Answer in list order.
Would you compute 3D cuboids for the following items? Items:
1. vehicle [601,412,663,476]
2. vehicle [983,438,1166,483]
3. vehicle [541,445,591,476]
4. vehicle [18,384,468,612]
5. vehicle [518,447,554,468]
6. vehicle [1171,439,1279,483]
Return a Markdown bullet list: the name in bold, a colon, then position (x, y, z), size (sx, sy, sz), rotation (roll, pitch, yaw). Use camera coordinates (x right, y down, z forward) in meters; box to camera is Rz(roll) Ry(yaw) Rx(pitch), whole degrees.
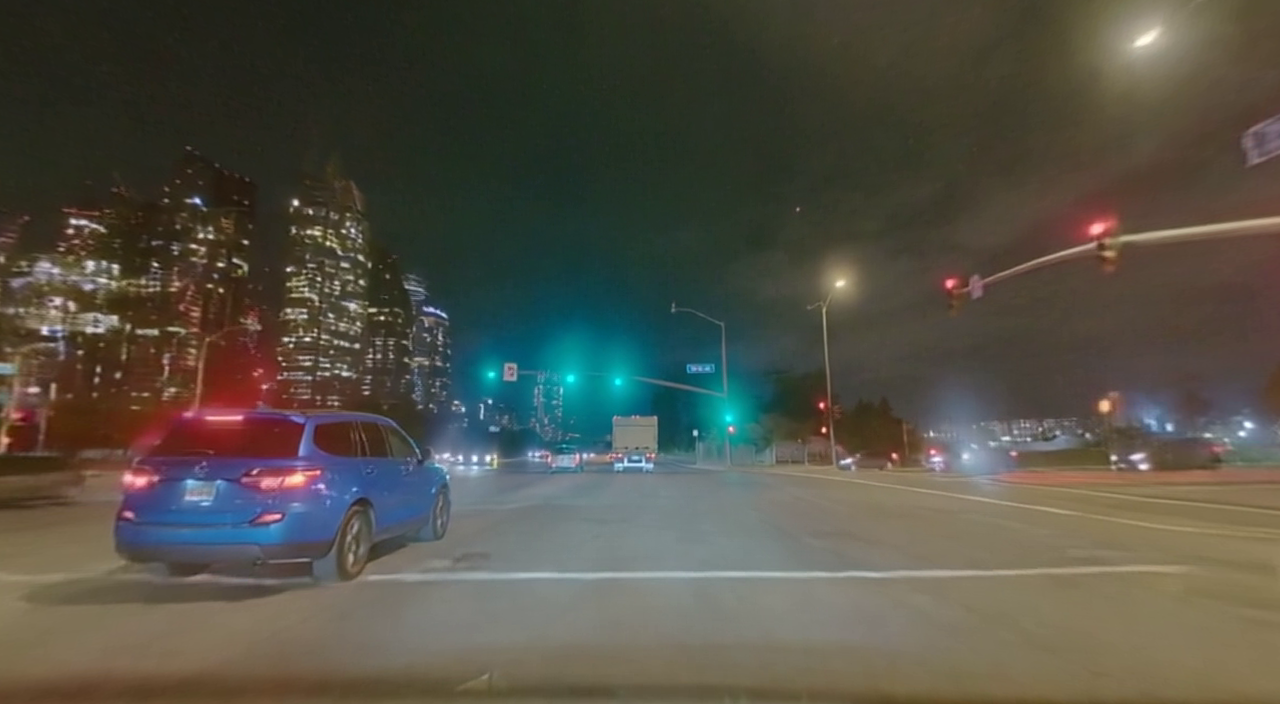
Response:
- **vehicle**: position (-0.366, 4.935, 33.721), size (2.993, 3.051, 6.692), rotation (0, -9, 0)
- **vehicle**: position (15.358, 3.843, 22.421), size (4.983, 1.511, 2.077), rotation (0, -9, -1)
- **vehicle**: position (-3.701, 5.488, 32.063), size (2.023, 1.483, 4.143), rotation (0, -9, 0)
- **vehicle**: position (-3.883, 1.539, 7.597), size (2.178, 1.826, 4.933), rotation (0, -9, 0)
- **vehicle**: position (-7.572, 7.736, 46.118), size (1.933, 1.477, 4.119), rotation (0, -9, -1)
- **vehicle**: position (22.403, 3.908, 22.577), size (4.716, 1.494, 2.001), rotation (0, -9, 0)
